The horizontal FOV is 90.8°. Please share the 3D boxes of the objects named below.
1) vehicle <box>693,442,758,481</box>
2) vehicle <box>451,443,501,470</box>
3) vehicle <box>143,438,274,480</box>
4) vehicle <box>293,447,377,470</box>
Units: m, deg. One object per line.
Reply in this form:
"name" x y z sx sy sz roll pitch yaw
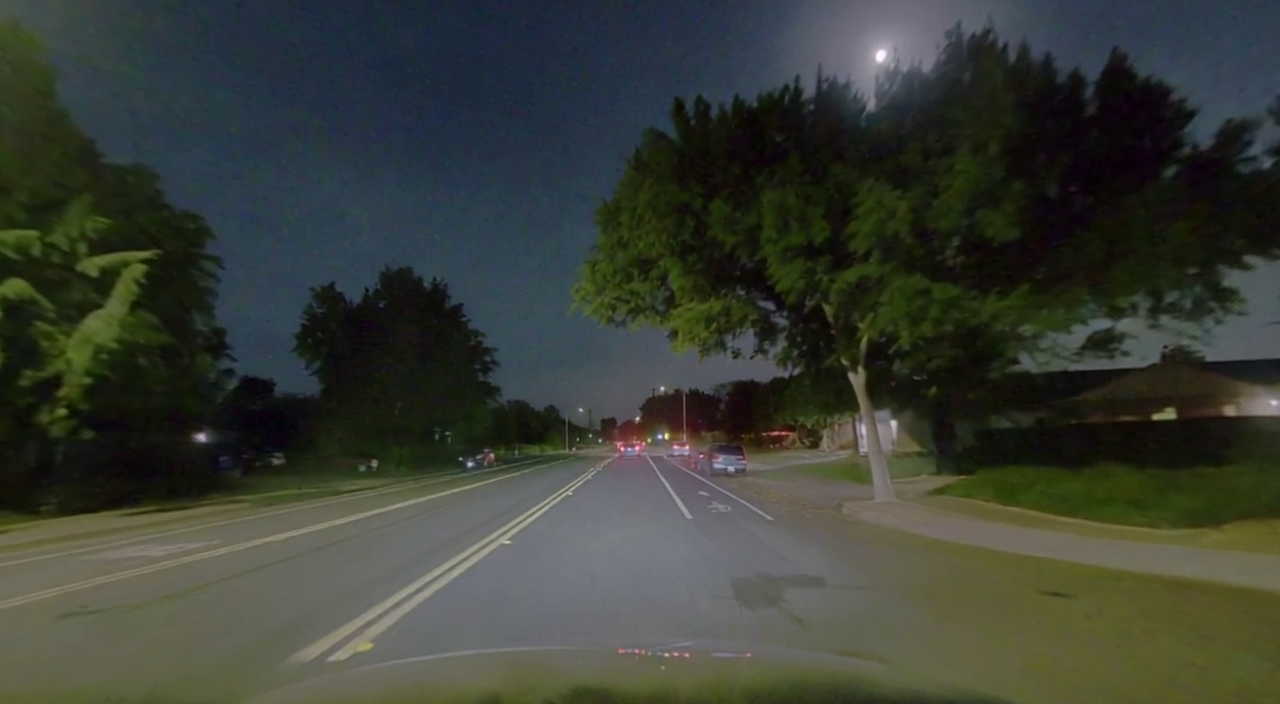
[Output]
"vehicle" 3.567 4.676 27.266 2.014 1.498 4.484 1 -8 -3
"vehicle" -11.767 7.519 45.738 2.086 1.711 5.661 -3 -8 0
"vehicle" -20.127 5.001 29.659 4.496 1.823 2.046 1 -8 -6
"vehicle" -18.999 6.652 39.492 4.326 1.355 1.812 1 -8 -4
